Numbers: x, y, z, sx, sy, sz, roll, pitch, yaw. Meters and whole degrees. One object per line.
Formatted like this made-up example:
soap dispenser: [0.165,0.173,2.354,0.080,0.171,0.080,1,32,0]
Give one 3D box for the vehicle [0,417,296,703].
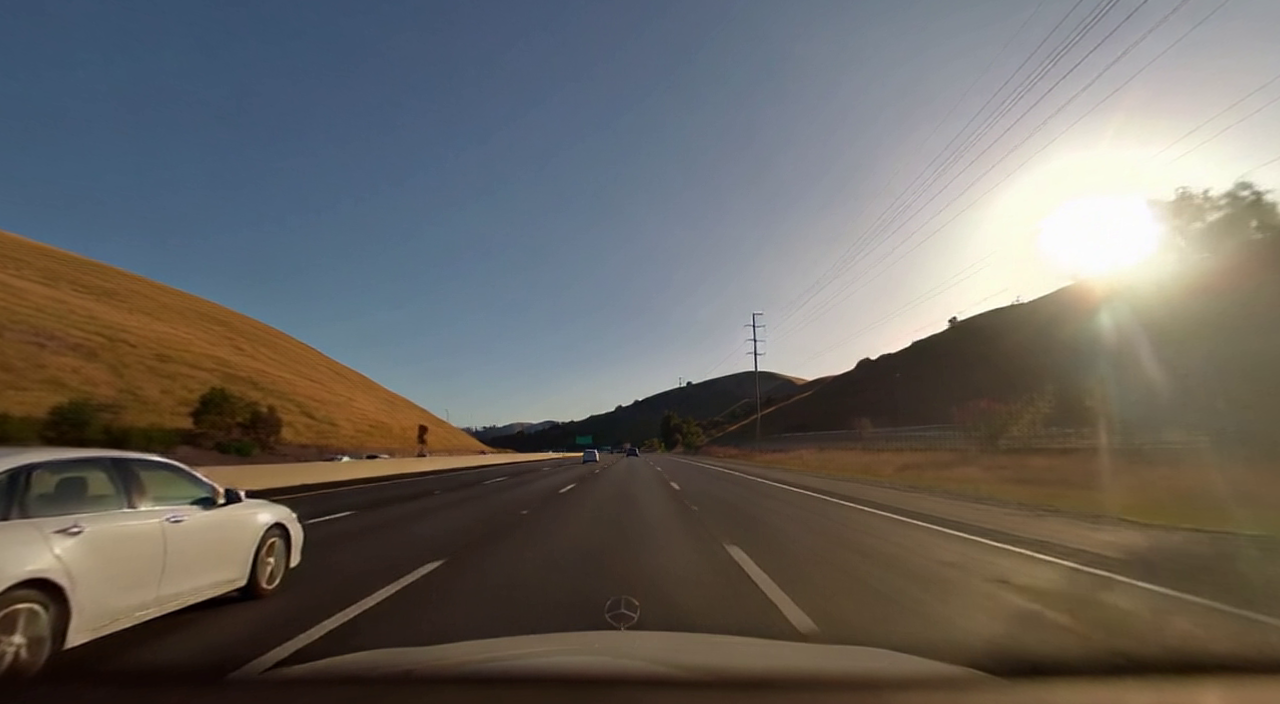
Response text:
vehicle: [-4.166,1.087,3.185,2.064,1.489,4.966,0,-9,0]
